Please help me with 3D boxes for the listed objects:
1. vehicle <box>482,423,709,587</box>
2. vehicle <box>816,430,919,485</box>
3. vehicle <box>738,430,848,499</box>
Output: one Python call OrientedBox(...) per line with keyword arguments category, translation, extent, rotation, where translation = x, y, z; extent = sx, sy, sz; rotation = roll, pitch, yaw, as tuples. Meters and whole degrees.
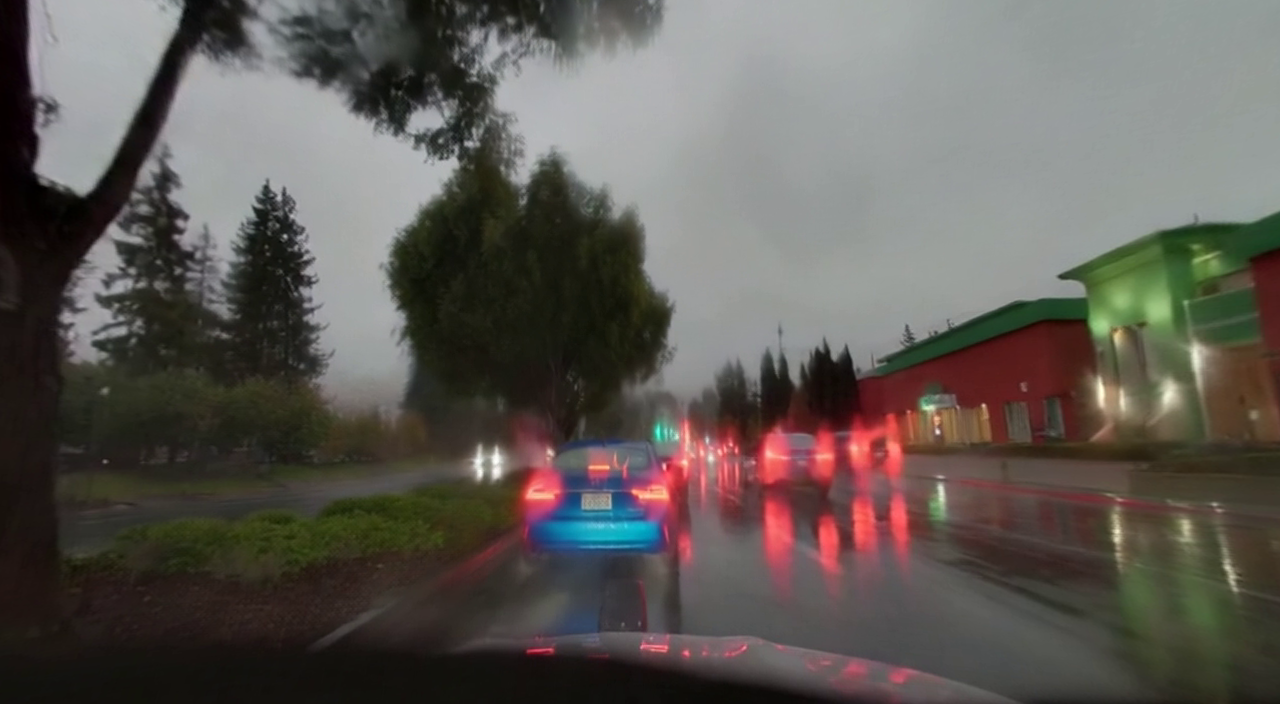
OrientedBox(category="vehicle", translation=(-0.409, 1.726, 7.923), extent=(2.111, 1.506, 4.018), rotation=(0, -8, 0))
OrientedBox(category="vehicle", translation=(7.872, 3.697, 22.242), extent=(2.064, 1.747, 4.372), rotation=(0, -8, 1))
OrientedBox(category="vehicle", translation=(4.009, 3.032, 17.287), extent=(1.971, 1.637, 4.317), rotation=(0, -8, 0))
